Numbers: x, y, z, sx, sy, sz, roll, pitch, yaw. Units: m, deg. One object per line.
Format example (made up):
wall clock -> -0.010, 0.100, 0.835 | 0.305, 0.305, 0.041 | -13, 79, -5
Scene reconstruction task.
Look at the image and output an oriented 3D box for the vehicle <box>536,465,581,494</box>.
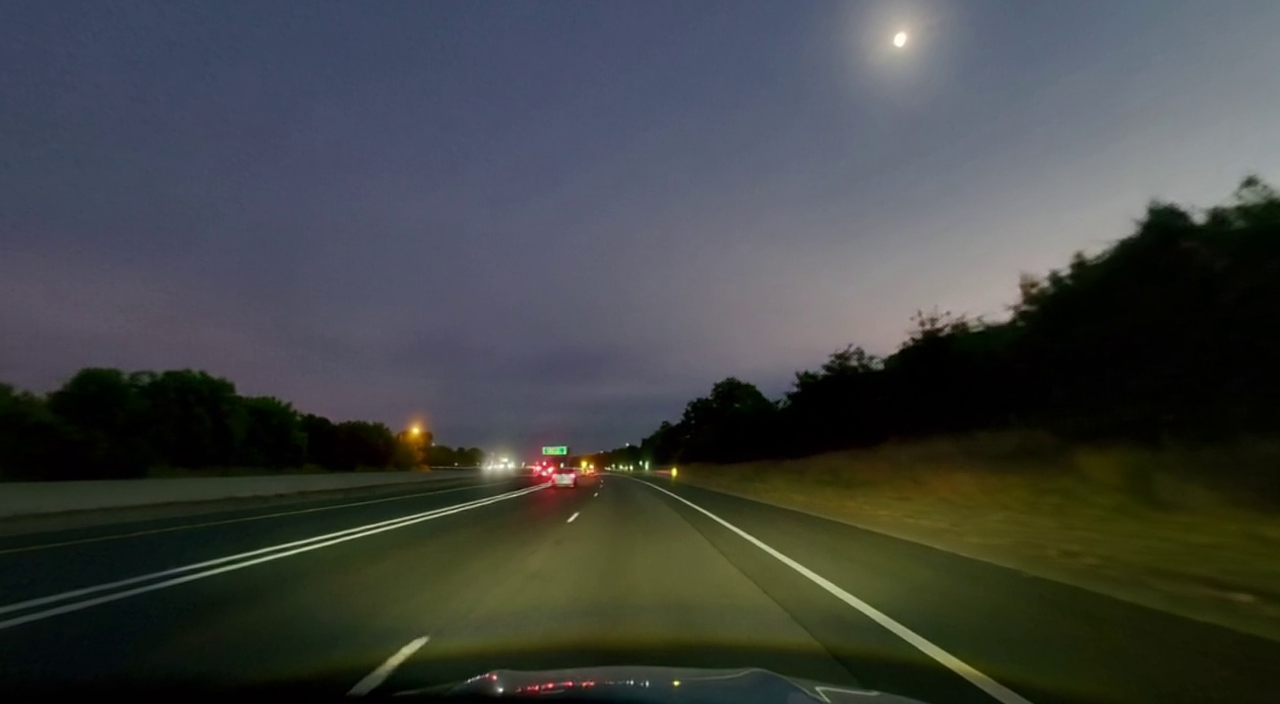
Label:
vehicle -> -4.645, 7.324, 36.482 | 2.115, 1.546, 4.638 | 1, -10, -2
